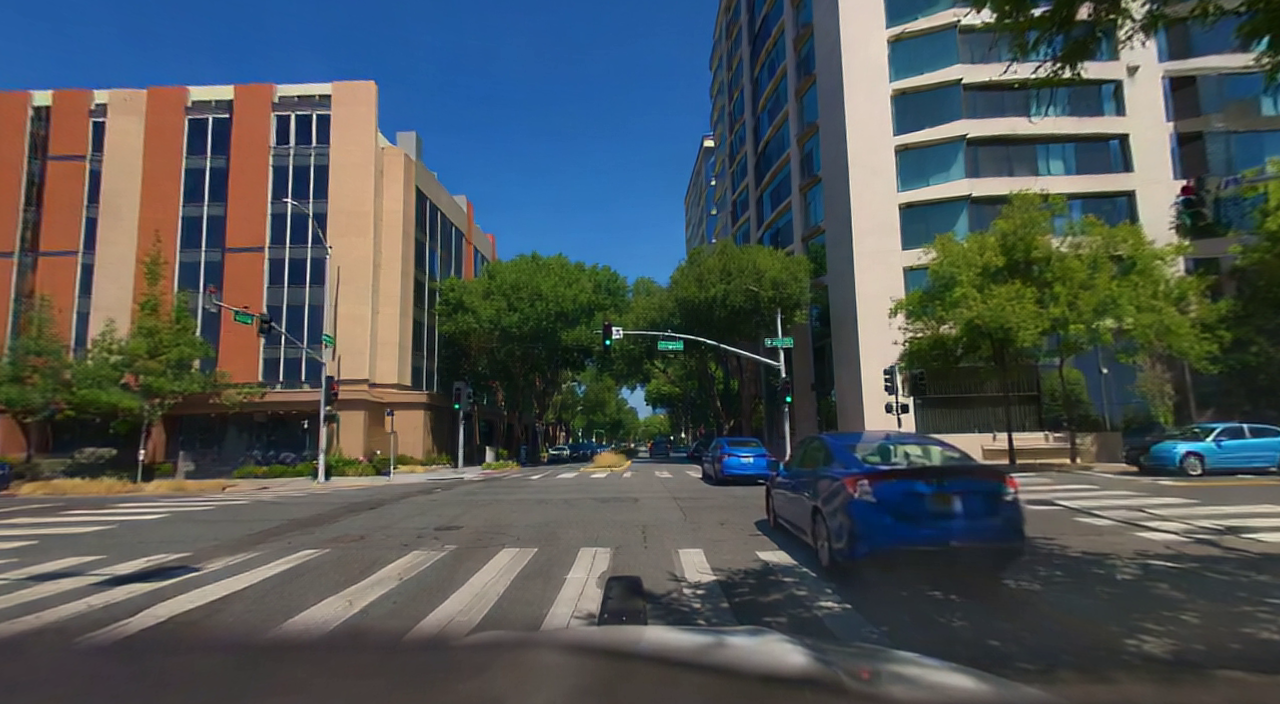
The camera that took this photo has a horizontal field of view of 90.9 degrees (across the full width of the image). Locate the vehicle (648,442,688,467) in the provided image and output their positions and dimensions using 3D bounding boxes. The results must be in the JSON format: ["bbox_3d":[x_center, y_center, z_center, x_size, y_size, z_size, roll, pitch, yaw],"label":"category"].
[{"bbox_3d":[1.708,6.424,39.791,2.040,1.421,4.550,0,-8,-3],"label":"vehicle"}]

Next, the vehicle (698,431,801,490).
[{"bbox_3d":[2.971,3.074,18.221,2.009,1.443,4.509,0,-8,-2],"label":"vehicle"}]

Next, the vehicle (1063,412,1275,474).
[{"bbox_3d":[16.924,2.936,20.407,4.802,1.860,2.146,0,-8,1],"label":"vehicle"}]

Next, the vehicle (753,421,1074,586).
[{"bbox_3d":[2.882,1.699,7.965,2.039,1.470,4.355,0,-8,-1],"label":"vehicle"}]
